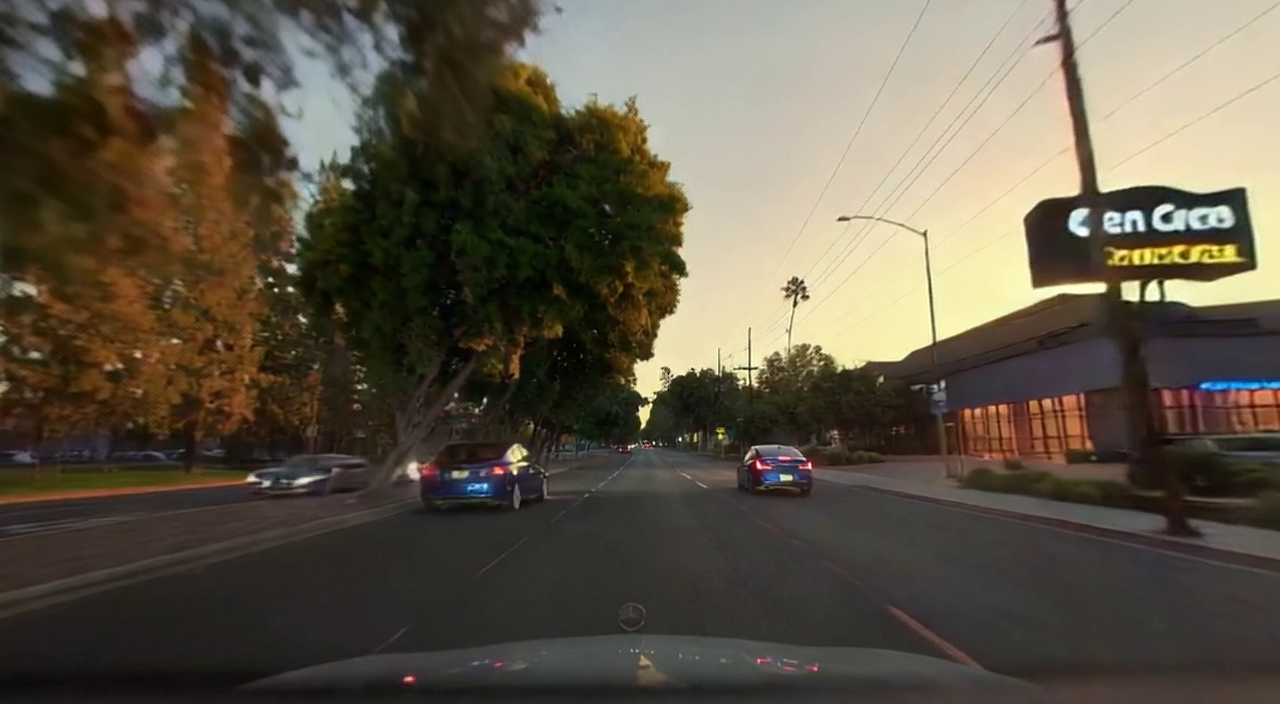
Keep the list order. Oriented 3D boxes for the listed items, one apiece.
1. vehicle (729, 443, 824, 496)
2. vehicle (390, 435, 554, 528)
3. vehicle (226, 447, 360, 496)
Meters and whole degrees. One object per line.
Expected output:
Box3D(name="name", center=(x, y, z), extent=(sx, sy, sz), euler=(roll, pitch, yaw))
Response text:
Box3D(name="vehicle", center=(4.180, 3.659, 20.063), extent=(1.977, 1.474, 4.399), euler=(0, -8, -1))
Box3D(name="vehicle", center=(-3.057, 2.448, 12.537), extent=(2.001, 1.504, 4.212), euler=(-1, -8, 2))
Box3D(name="vehicle", center=(-12.343, 4.239, 22.891), extent=(2.099, 1.542, 4.752), euler=(0, -8, 1))
